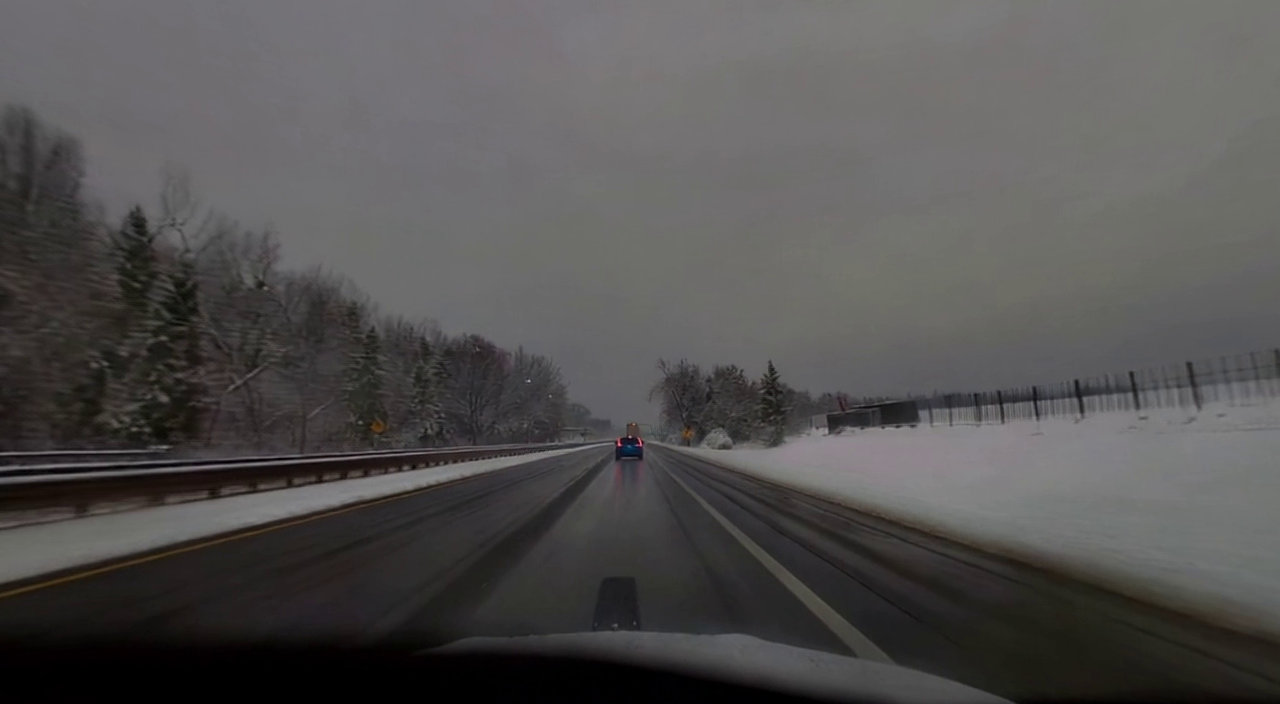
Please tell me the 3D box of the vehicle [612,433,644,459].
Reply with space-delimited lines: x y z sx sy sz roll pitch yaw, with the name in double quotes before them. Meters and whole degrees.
"vehicle" -0.827 6.596 44.366 2.180 1.717 4.139 0 -8 -1
